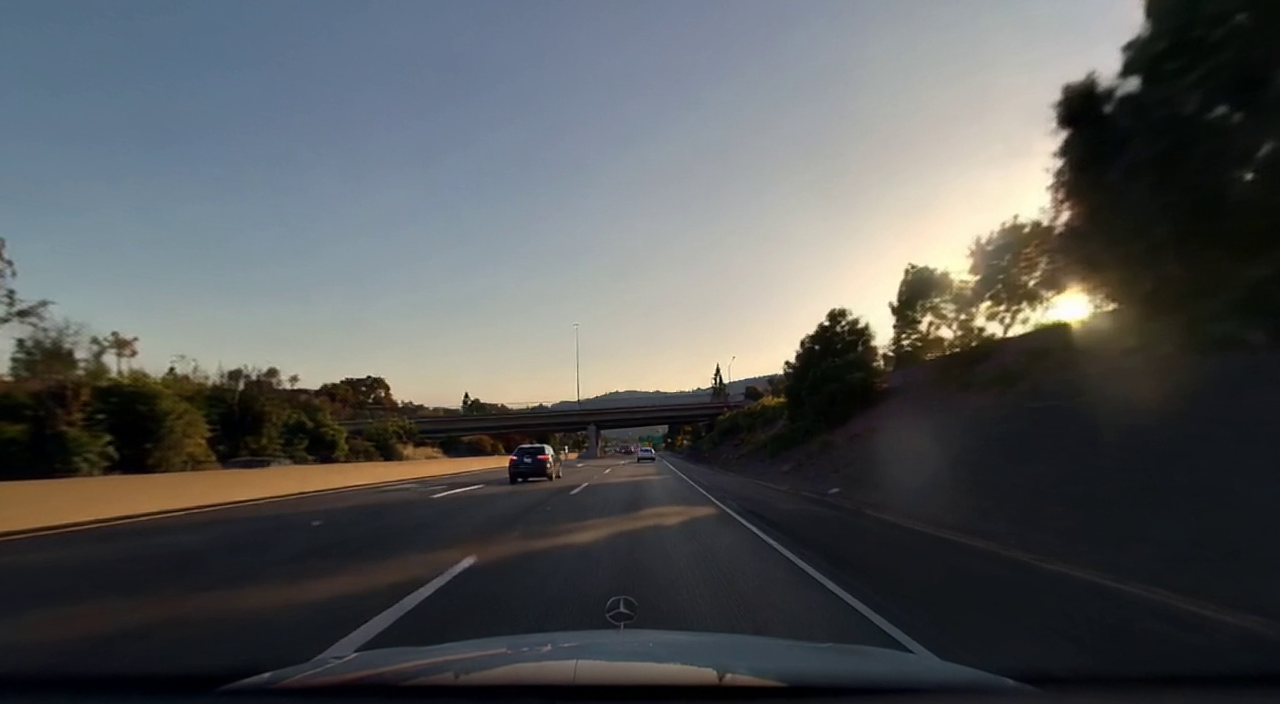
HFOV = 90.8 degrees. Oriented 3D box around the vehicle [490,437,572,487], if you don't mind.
[{"bbox_3d":[-4.150,4.315,25.030,2.272,1.759,5.058,0,-9,1],"label":"vehicle"}]
